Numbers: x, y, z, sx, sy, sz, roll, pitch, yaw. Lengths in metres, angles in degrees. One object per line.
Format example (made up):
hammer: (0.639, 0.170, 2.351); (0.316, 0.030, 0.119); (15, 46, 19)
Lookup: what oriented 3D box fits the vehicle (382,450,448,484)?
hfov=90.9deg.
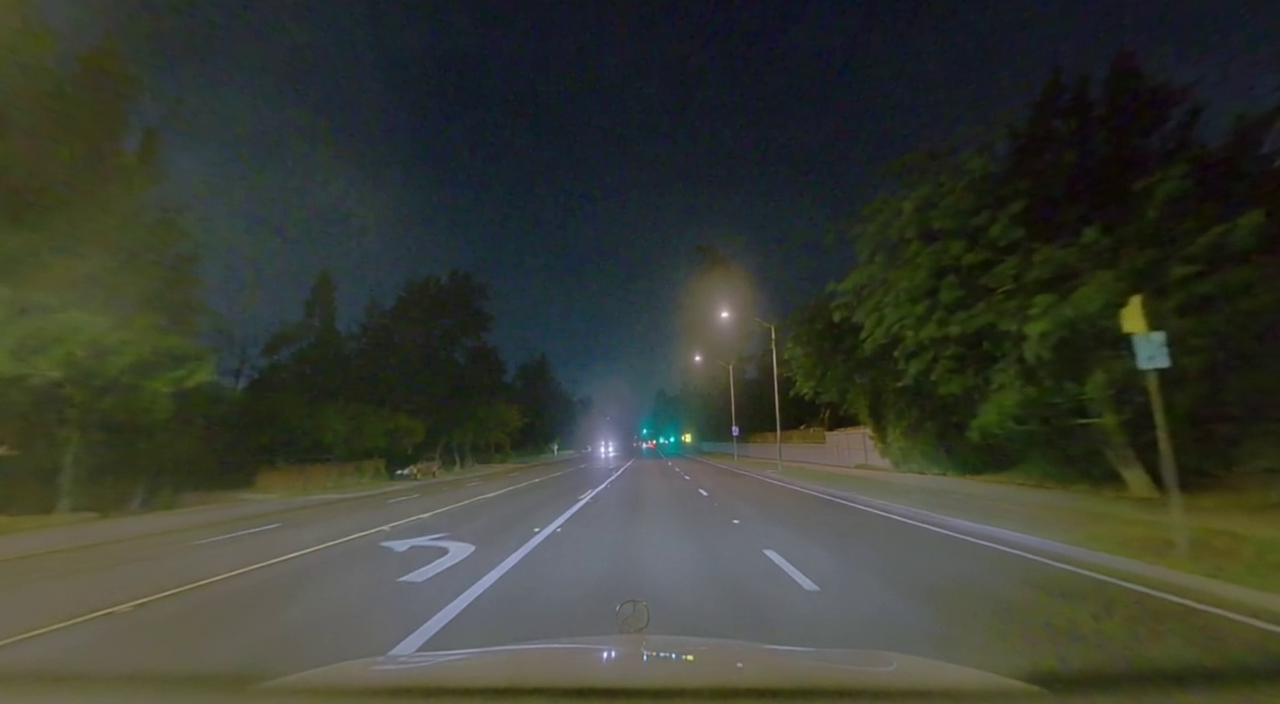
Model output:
vehicle: (-12.316, 6.288, 34.830); (1.921, 1.611, 4.713); (-4, -9, 1)
